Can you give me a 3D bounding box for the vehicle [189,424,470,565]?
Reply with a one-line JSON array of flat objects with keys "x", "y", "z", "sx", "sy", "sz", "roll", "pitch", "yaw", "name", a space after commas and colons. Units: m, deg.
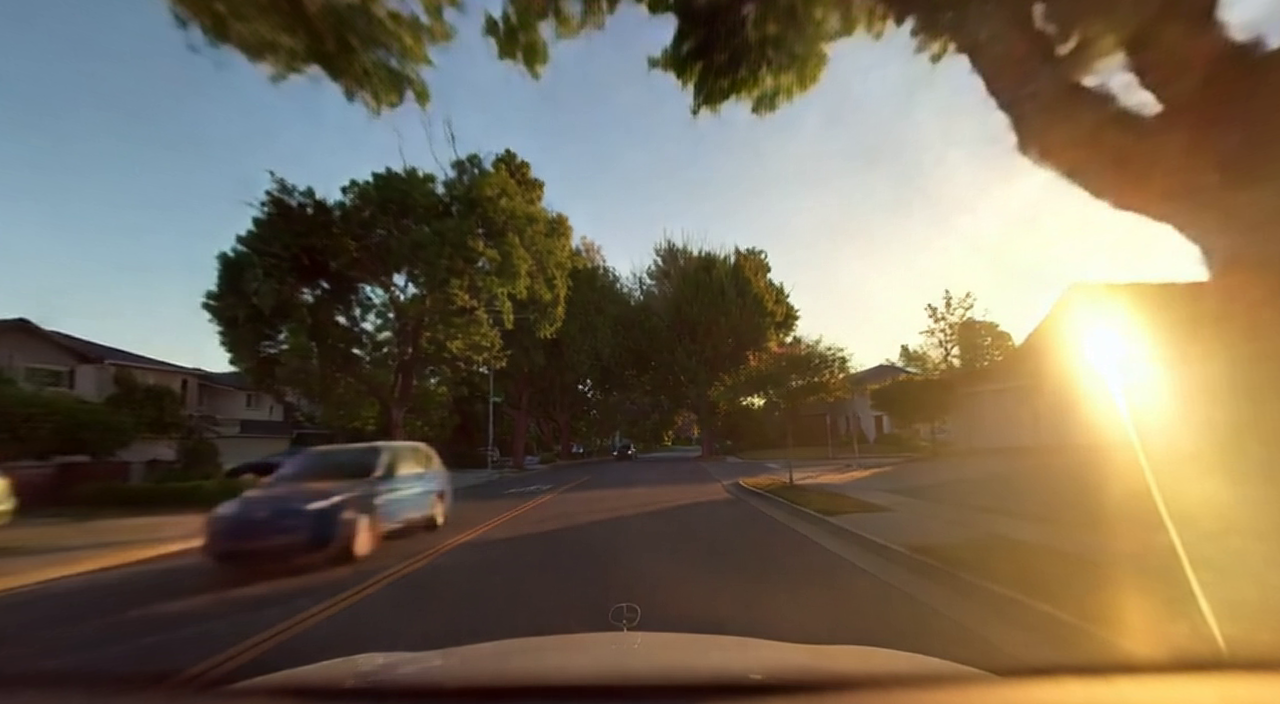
[{"x": -4.484, "y": 2.115, "z": 10.190, "sx": 2.131, "sy": 1.731, "sz": 4.533, "roll": 0, "pitch": -9, "yaw": 1, "name": "vehicle"}]
